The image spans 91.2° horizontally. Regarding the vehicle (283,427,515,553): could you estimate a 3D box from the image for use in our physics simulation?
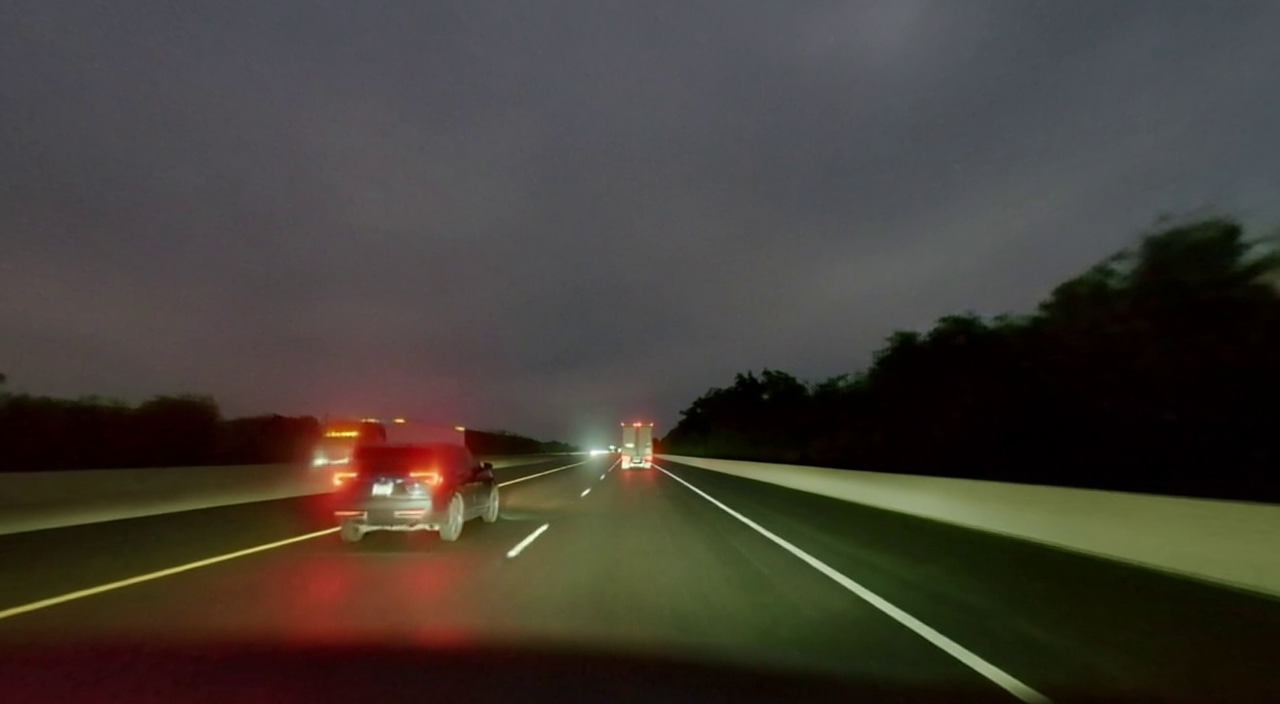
[{"bbox_3d":[-3.717,2.234,10.850,2.181,1.653,4.691,0,-9,0],"label":"vehicle"}]

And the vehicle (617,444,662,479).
[{"bbox_3d":[-0.035,5.795,33.339,2.230,1.715,4.243,0,-9,-1],"label":"vehicle"}]
